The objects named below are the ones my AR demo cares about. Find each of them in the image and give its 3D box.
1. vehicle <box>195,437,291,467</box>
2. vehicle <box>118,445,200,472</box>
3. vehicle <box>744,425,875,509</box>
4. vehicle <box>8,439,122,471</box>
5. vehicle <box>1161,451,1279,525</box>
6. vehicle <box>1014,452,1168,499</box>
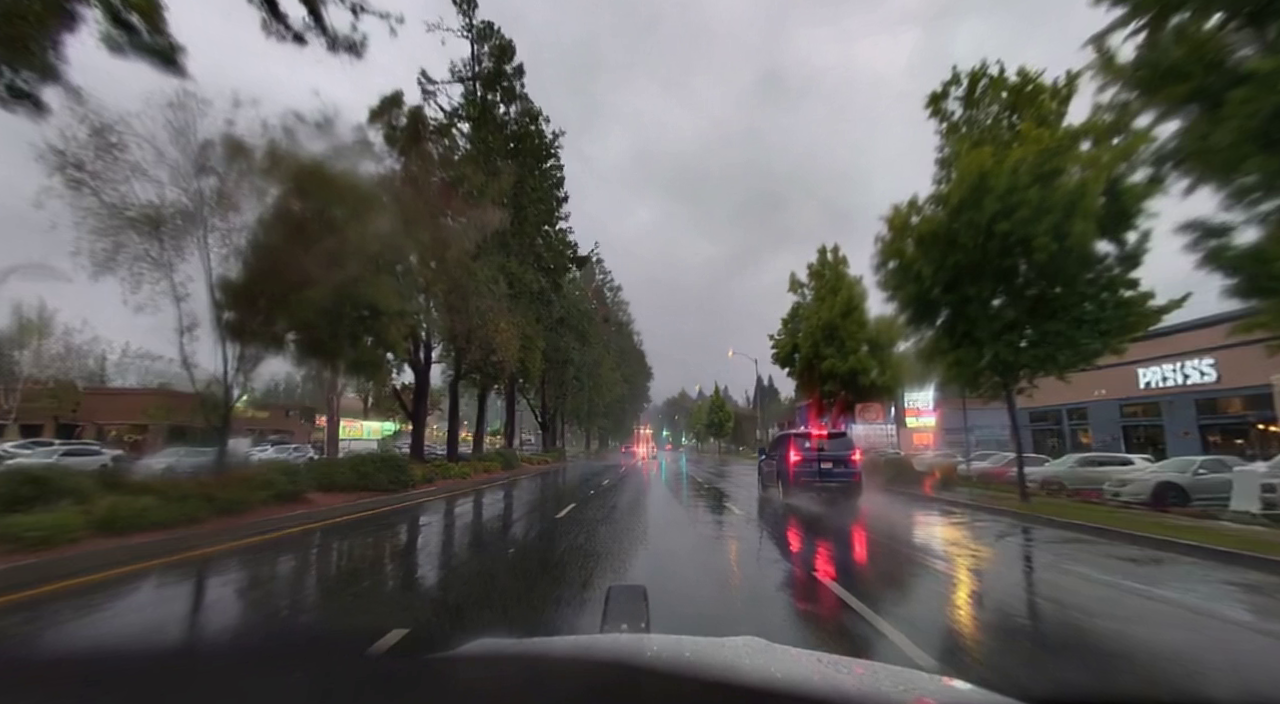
[{"bbox_3d":[-28.227,7.123,45.232,2.344,1.946,6.771,-1,-8,2],"label":"vehicle"},{"bbox_3d":[-31.099,6.881,40.909,1.886,1.606,4.230,0,-8,1],"label":"vehicle"},{"bbox_3d":[4.017,2.803,15.809,2.024,1.773,4.431,0,-8,0],"label":"vehicle"},{"bbox_3d":[-36.535,6.526,40.302,2.119,1.884,5.390,0,-8,1],"label":"vehicle"},{"bbox_3d":[17.175,3.539,16.631,4.813,1.797,2.055,-1,-9,5],"label":"vehicle"},{"bbox_3d":[17.691,4.851,24.936,4.433,1.729,2.033,0,-9,3],"label":"vehicle"}]
